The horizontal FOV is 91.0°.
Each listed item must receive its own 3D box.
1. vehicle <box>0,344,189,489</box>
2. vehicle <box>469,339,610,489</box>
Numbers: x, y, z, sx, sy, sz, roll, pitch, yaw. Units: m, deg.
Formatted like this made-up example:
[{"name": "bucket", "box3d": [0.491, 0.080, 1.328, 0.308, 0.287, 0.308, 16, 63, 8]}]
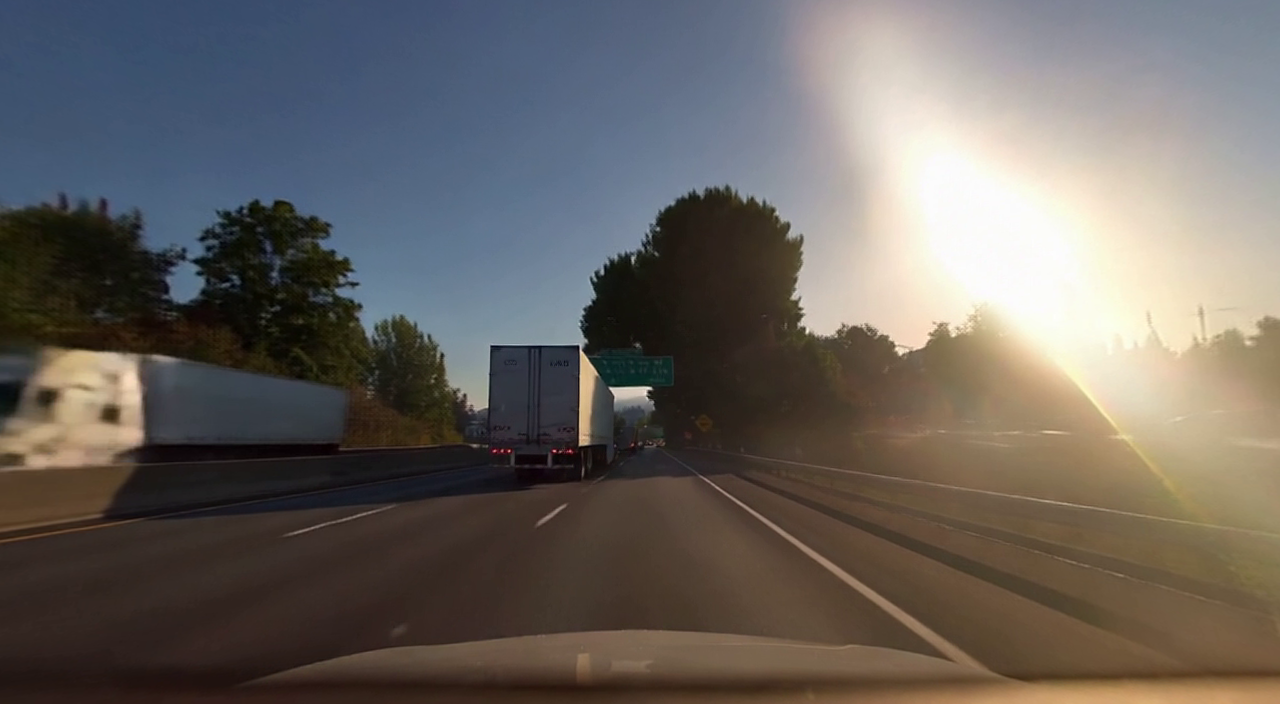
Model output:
[{"name": "vehicle", "box3d": [-18.130, 2.133, 20.087, 2.973, 3.958, 5.603, 0, -8, 1]}, {"name": "vehicle", "box3d": [-3.060, 2.677, 24.233, 2.947, 4.051, 14.256, -1, -8, 1]}]
